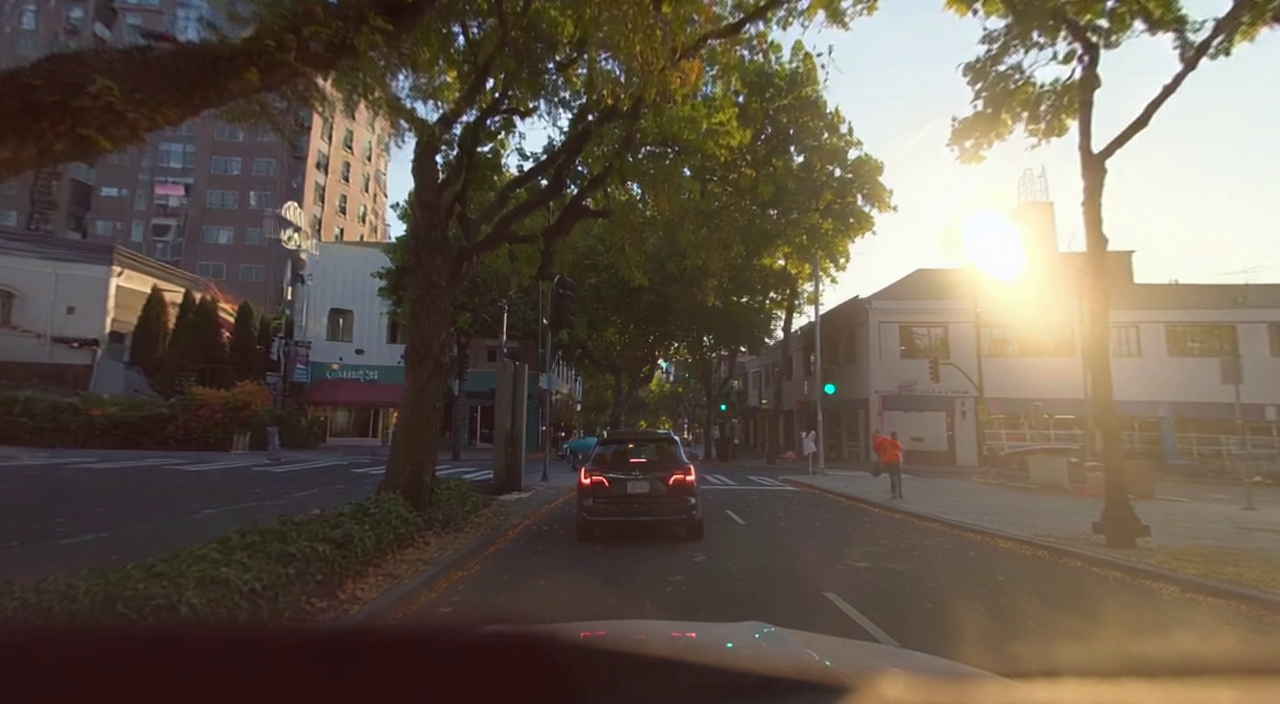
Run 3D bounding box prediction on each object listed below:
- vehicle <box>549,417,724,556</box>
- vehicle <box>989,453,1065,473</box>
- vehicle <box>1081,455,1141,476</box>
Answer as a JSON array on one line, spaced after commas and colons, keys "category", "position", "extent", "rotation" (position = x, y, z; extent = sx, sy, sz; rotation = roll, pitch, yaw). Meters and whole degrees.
[{"category": "vehicle", "position": [-0.078, 1.892, 9.508], "extent": [2.079, 1.621, 3.861], "rotation": [0, -8, -1]}, {"category": "vehicle", "position": [29.769, 8.510, 48.589], "extent": [4.668, 1.441, 1.904], "rotation": [0, -9, -5]}, {"category": "vehicle", "position": [36.363, 8.776, 48.693], "extent": [3.445, 1.363, 1.608], "rotation": [3, -7, -1]}]
